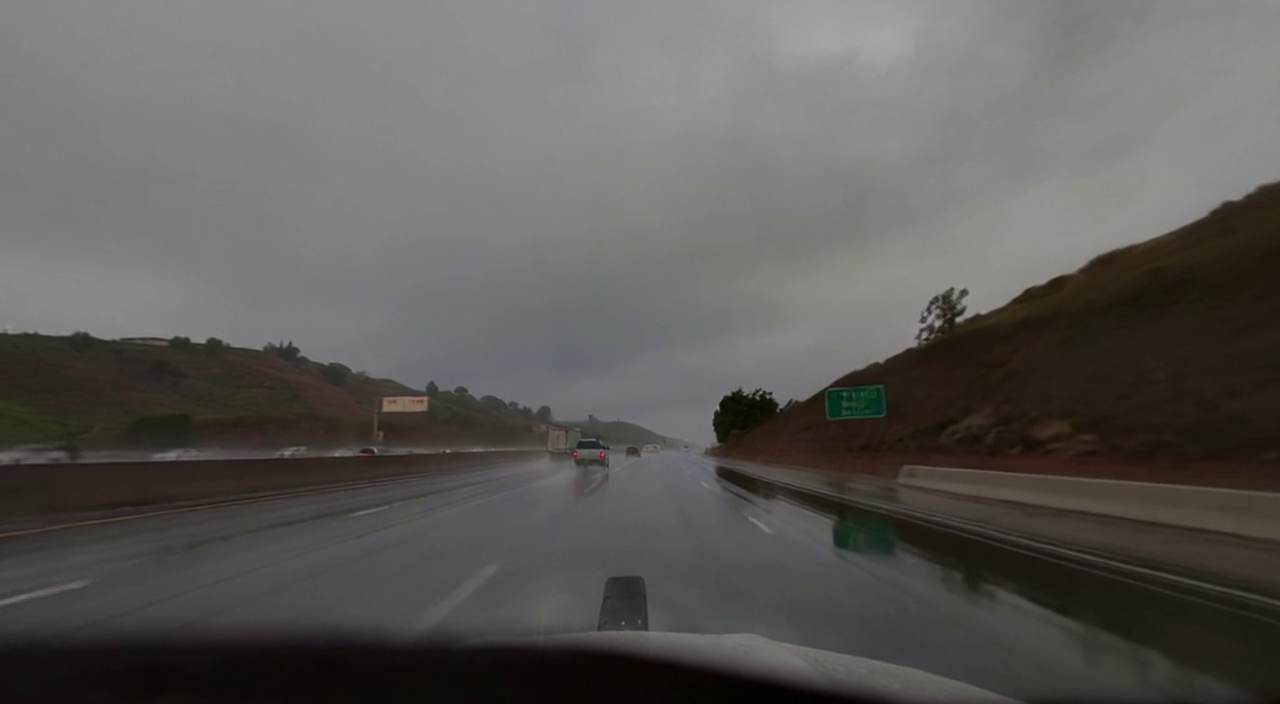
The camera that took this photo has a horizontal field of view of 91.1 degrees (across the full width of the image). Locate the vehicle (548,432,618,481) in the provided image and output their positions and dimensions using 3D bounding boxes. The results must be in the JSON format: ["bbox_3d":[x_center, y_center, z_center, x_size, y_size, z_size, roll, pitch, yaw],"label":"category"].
[{"bbox_3d":[-2.318,4.477,27.262,2.413,1.896,5.218,0,-9,2],"label":"vehicle"}]
